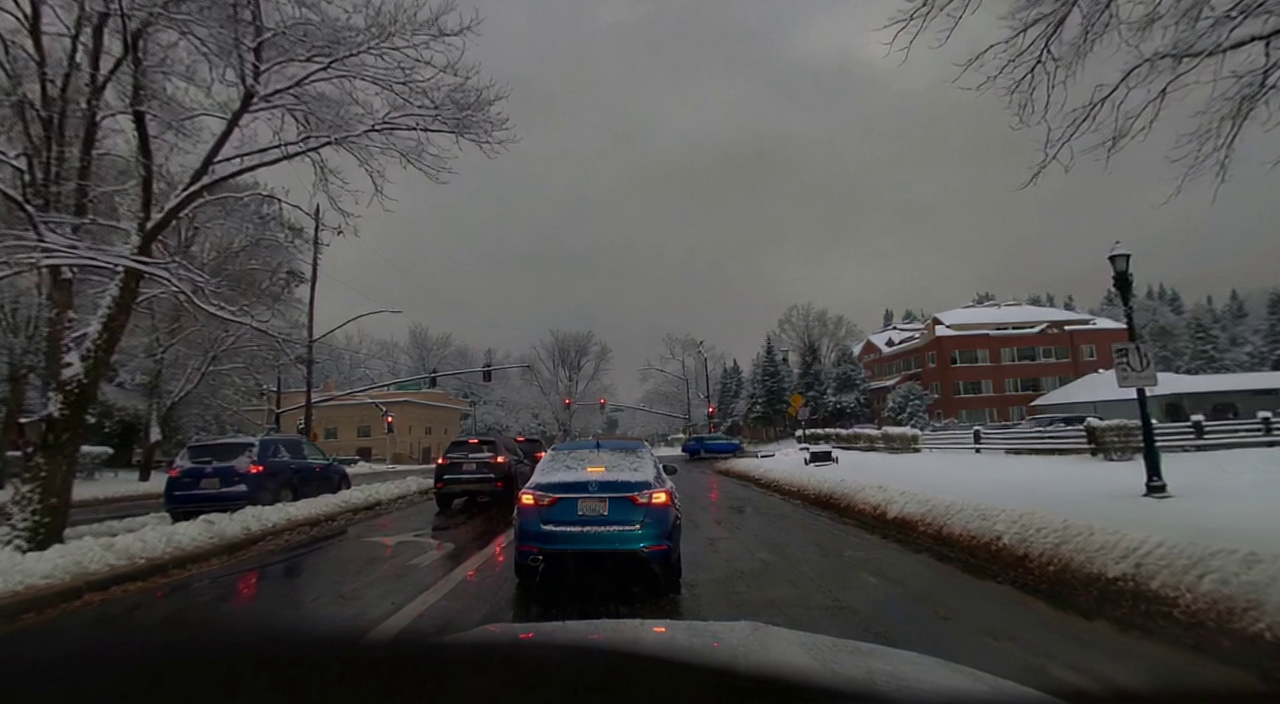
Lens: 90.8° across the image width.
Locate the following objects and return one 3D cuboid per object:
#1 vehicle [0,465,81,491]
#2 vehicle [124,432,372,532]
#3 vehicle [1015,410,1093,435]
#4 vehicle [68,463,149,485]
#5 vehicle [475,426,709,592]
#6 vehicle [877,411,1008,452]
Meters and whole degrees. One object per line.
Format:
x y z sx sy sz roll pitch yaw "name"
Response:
-36.647 7.548 38.052 4.093 1.440 1.804 0 -9 -1 "vehicle"
-7.278 2.436 12.432 2.096 1.593 4.288 0 -9 0 "vehicle"
30.354 5.235 46.479 4.627 1.671 1.929 -5 -10 31 "vehicle"
-36.435 8.364 43.369 3.918 1.423 1.861 0 -9 1 "vehicle"
-0.426 1.719 7.722 2.104 1.472 3.946 0 -9 0 "vehicle"
13.918 3.708 29.308 4.975 1.809 1.956 0 -9 1 "vehicle"
